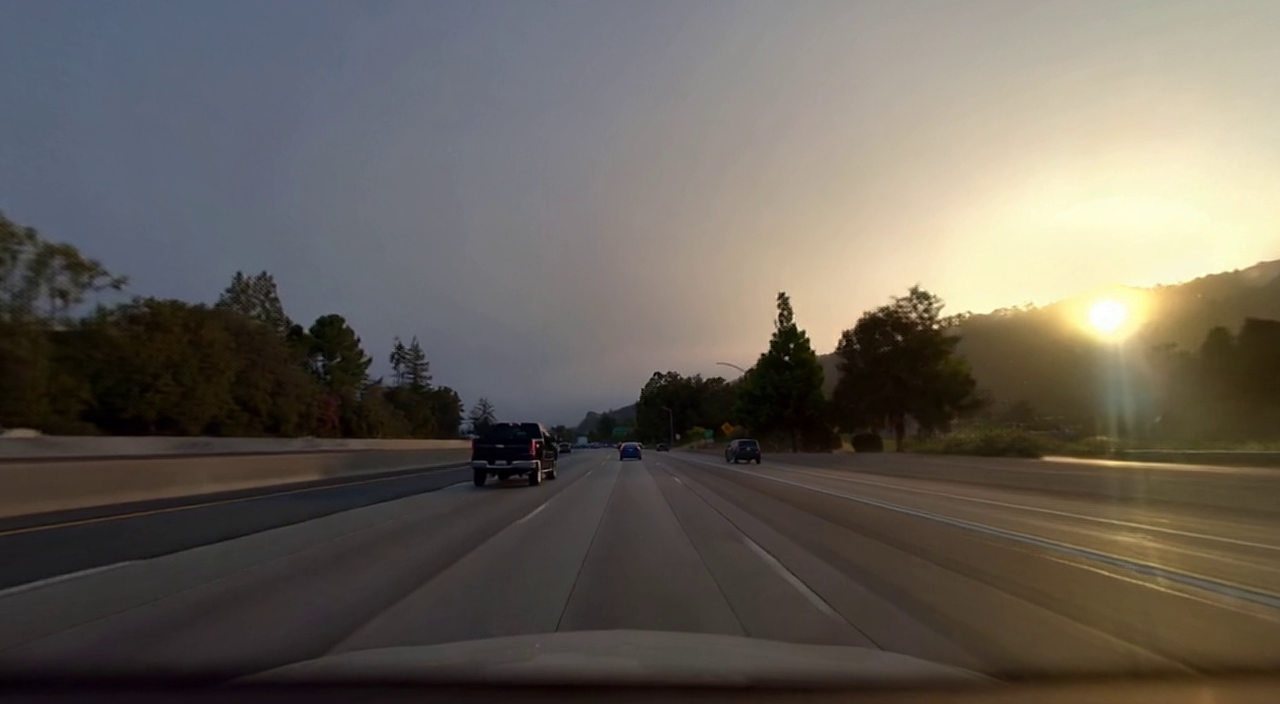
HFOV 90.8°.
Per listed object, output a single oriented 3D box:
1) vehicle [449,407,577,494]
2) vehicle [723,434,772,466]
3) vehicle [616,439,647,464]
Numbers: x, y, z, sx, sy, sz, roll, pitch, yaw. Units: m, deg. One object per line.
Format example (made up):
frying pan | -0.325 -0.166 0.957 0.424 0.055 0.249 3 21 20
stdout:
vehicle | -3.539 2.957 19.136 2.592 2.179 6.034 0 -8 0
vehicle | 6.827 6.321 40.689 2.103 1.898 5.310 0 -8 -1
vehicle | -0.617 7.117 45.254 2.157 1.642 4.189 0 -8 -1
